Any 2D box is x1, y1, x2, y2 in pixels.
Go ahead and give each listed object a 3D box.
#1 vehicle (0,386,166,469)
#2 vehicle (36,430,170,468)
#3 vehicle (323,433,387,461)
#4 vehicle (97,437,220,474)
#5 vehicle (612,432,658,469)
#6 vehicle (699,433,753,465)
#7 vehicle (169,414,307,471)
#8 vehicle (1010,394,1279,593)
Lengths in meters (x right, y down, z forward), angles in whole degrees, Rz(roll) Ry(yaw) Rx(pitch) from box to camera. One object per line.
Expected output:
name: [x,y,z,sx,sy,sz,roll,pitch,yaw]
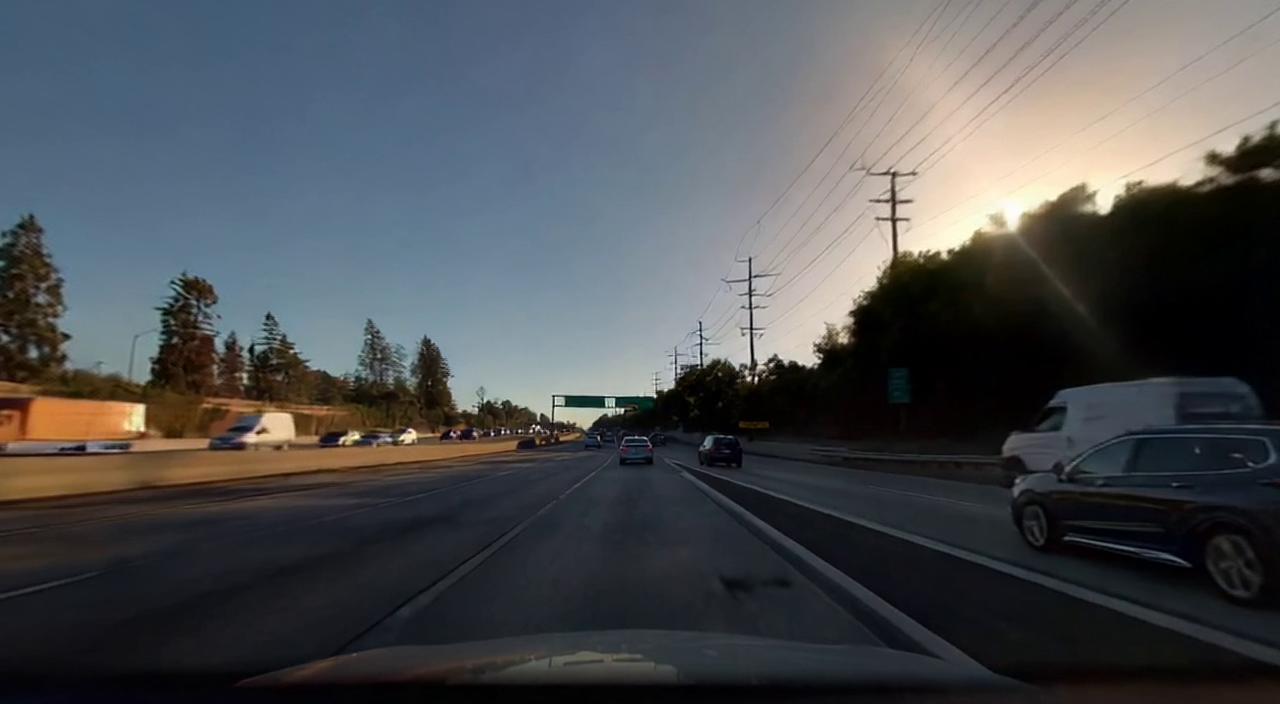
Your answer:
vehicle: [-27.490,3.783,30.805,2.807,3.546,7.341,0,-8,-1]
vehicle: [-24.096,4.382,28.582,2.224,1.589,4.402,0,-8,-1]
vehicle: [-16.602,5.564,36.966,1.838,1.551,4.182,0,-8,-2]
vehicle: [-20.286,4.377,26.846,1.858,1.414,4.389,0,-8,-1]
vehicle: [-0.316,5.057,32.445,2.192,1.769,4.287,0,-8,-2]
vehicle: [4.889,5.602,36.614,2.099,1.720,4.829,1,-8,-4]
vehicle: [-16.526,3.796,26.409,2.208,2.085,5.448,0,-8,-1]
vehicle: [6.604,1.437,6.849,2.102,1.723,4.745,0,-8,-3]
